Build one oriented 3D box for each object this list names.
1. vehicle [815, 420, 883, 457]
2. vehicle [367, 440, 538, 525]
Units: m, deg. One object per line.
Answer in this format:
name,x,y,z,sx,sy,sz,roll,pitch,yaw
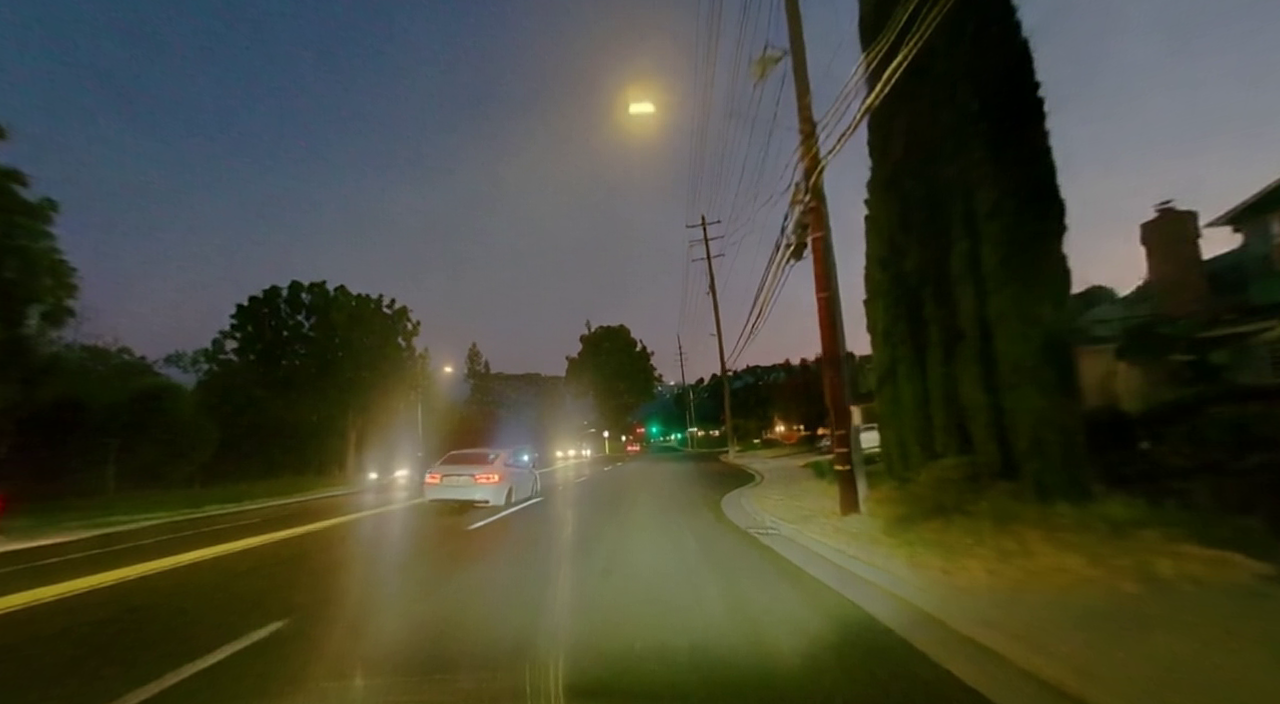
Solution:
vehicle,11.108,4.689,34.035,2.121,1.799,5.124,-1,-9,3
vehicle,-3.645,2.616,13.330,2.041,1.471,4.602,0,-8,2
